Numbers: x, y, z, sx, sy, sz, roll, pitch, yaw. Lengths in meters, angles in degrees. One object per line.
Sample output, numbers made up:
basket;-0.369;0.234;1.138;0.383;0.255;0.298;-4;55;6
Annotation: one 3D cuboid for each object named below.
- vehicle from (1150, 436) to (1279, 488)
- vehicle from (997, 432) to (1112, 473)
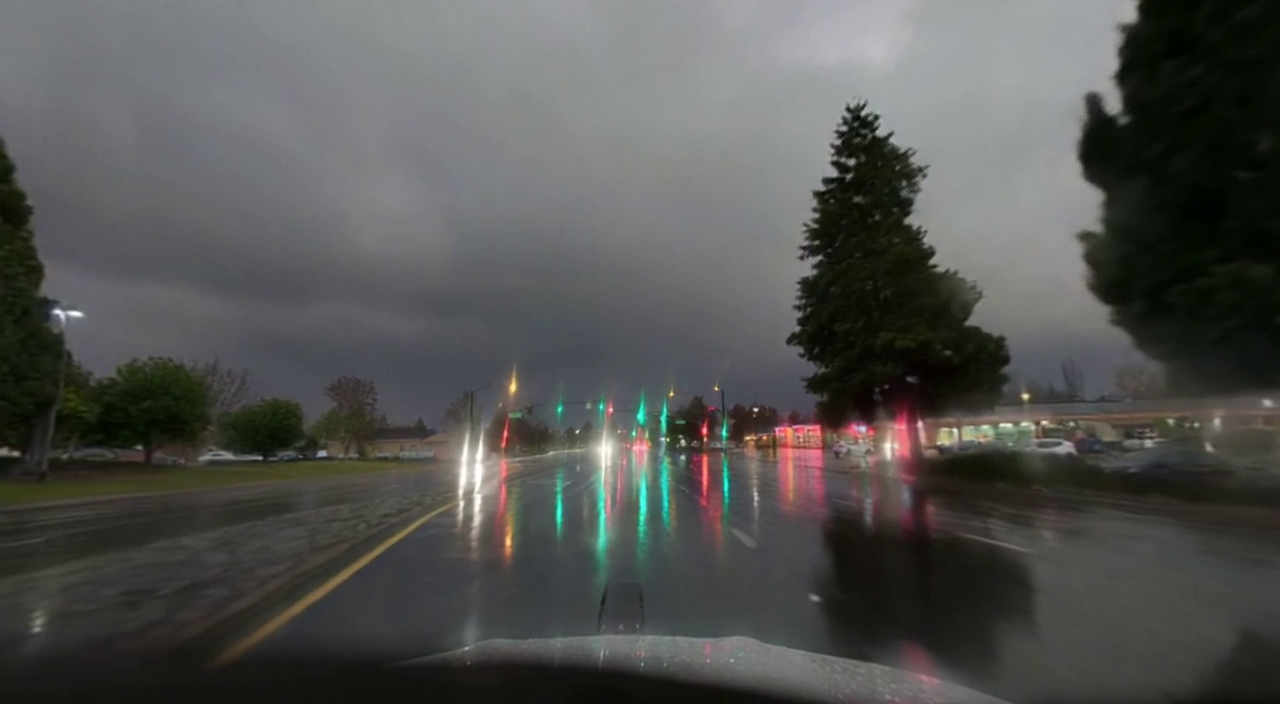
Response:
vehicle;19.539;3.658;21.244;4.238;1.561;1.922;4;-10;-26
vehicle;20.333;4.924;30.976;5.072;1.887;2.189;4;-10;-24
